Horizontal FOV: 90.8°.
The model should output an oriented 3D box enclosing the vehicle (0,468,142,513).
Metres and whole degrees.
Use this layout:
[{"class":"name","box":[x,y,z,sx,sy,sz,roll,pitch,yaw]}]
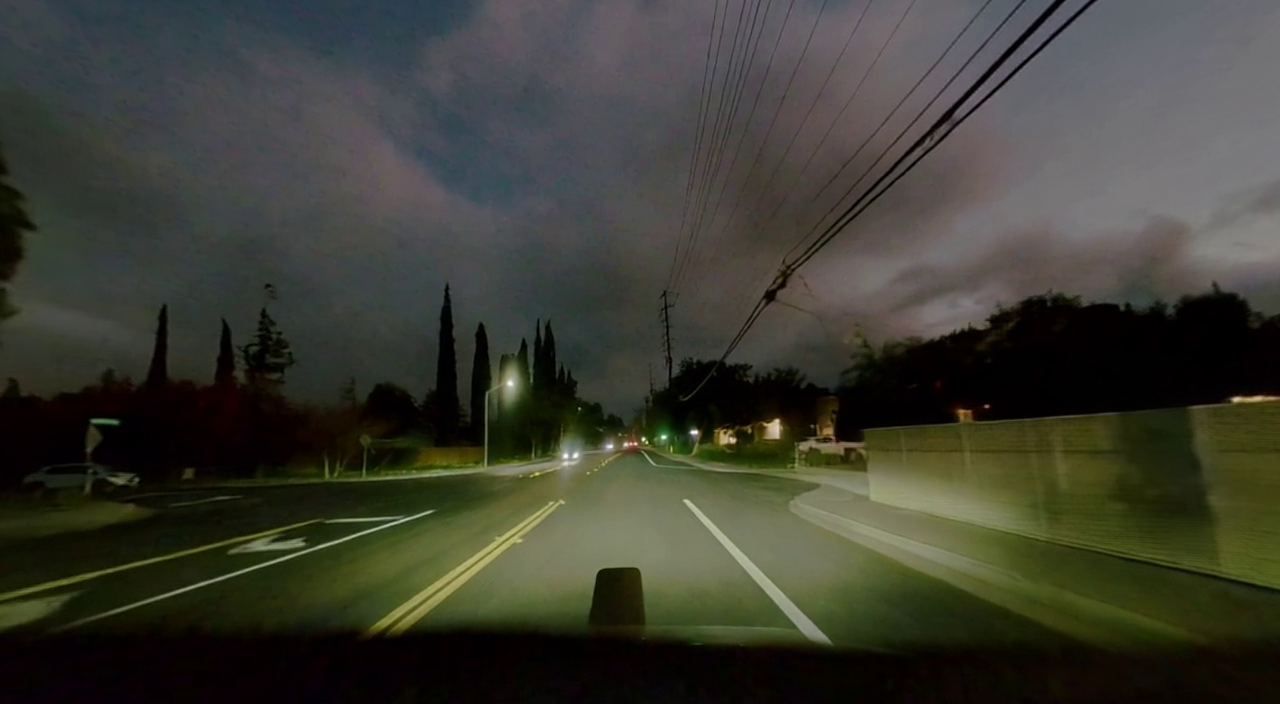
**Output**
[{"class":"vehicle","box":[-21.063,5.004,23.045,4.241,1.385,1.727,2,-10,2]}]
